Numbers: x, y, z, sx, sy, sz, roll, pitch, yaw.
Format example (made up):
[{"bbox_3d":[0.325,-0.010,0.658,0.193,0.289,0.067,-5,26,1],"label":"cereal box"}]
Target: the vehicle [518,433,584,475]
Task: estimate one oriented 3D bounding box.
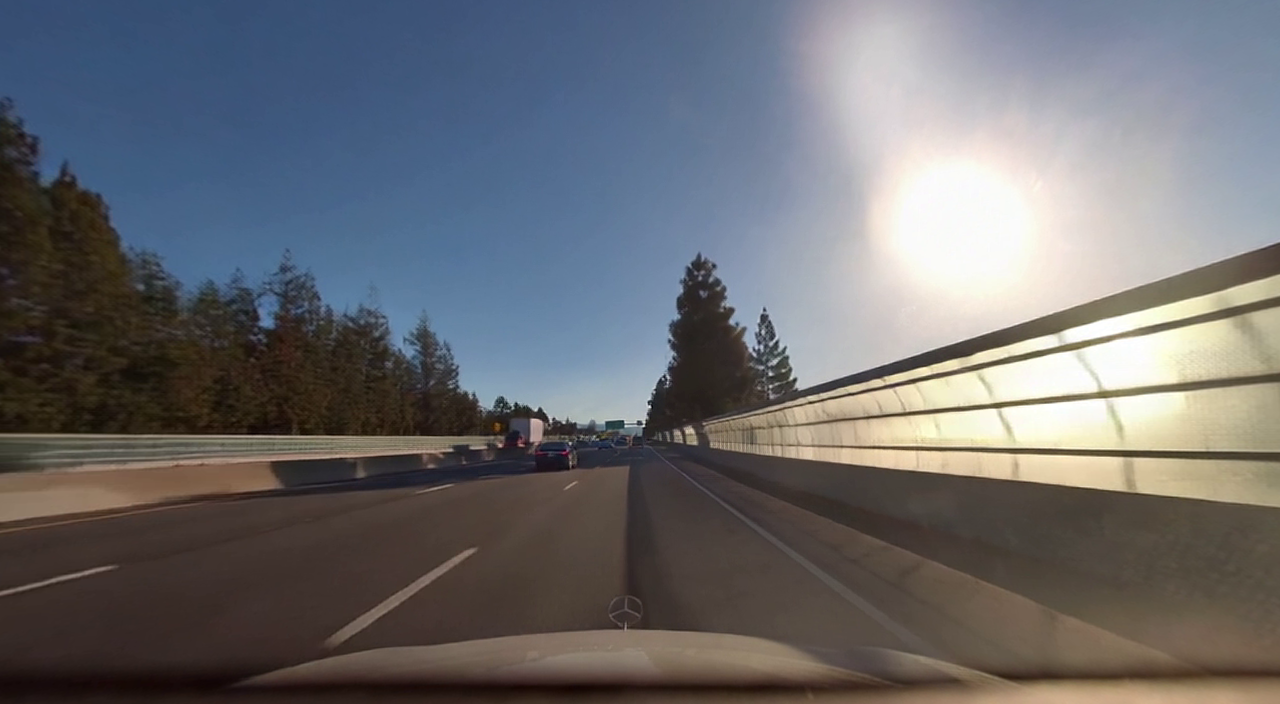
[{"bbox_3d":[-3.542,4.161,25.759,2.059,1.541,4.296,0,-8,0],"label":"vehicle"}]
